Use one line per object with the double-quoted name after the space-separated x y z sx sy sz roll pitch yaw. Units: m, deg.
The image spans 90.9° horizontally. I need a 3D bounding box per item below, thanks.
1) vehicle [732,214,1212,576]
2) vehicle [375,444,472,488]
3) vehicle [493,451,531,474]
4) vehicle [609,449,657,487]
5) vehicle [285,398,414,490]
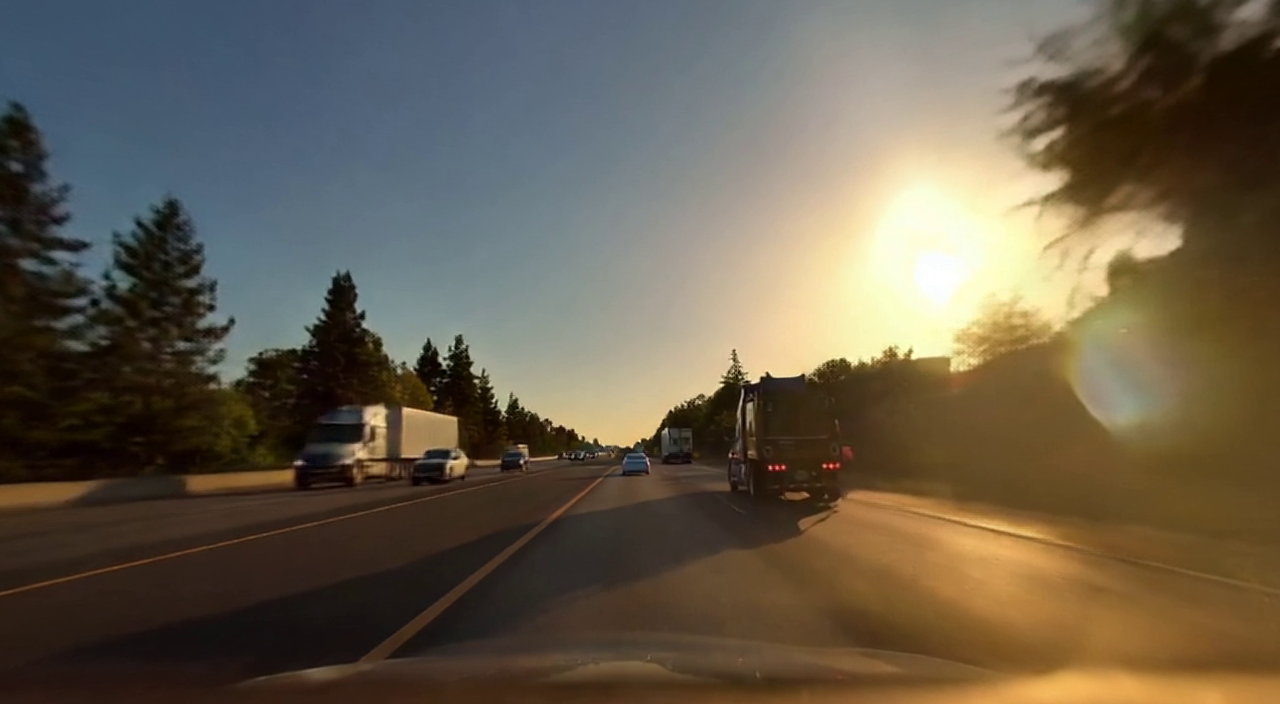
4.628 1.476 13.977 2.842 4.060 13.939 0 -9 -1 "vehicle"
-8.501 4.521 25.303 2.065 1.558 5.029 0 -9 0 "vehicle"
-8.857 7.647 43.767 1.848 1.453 3.640 0 -9 0 "vehicle"
-0.299 4.915 27.015 1.939 1.495 3.612 0 -9 -1 "vehicle"
-13.169 4.291 29.240 3.006 3.824 5.867 0 -9 0 "vehicle"
